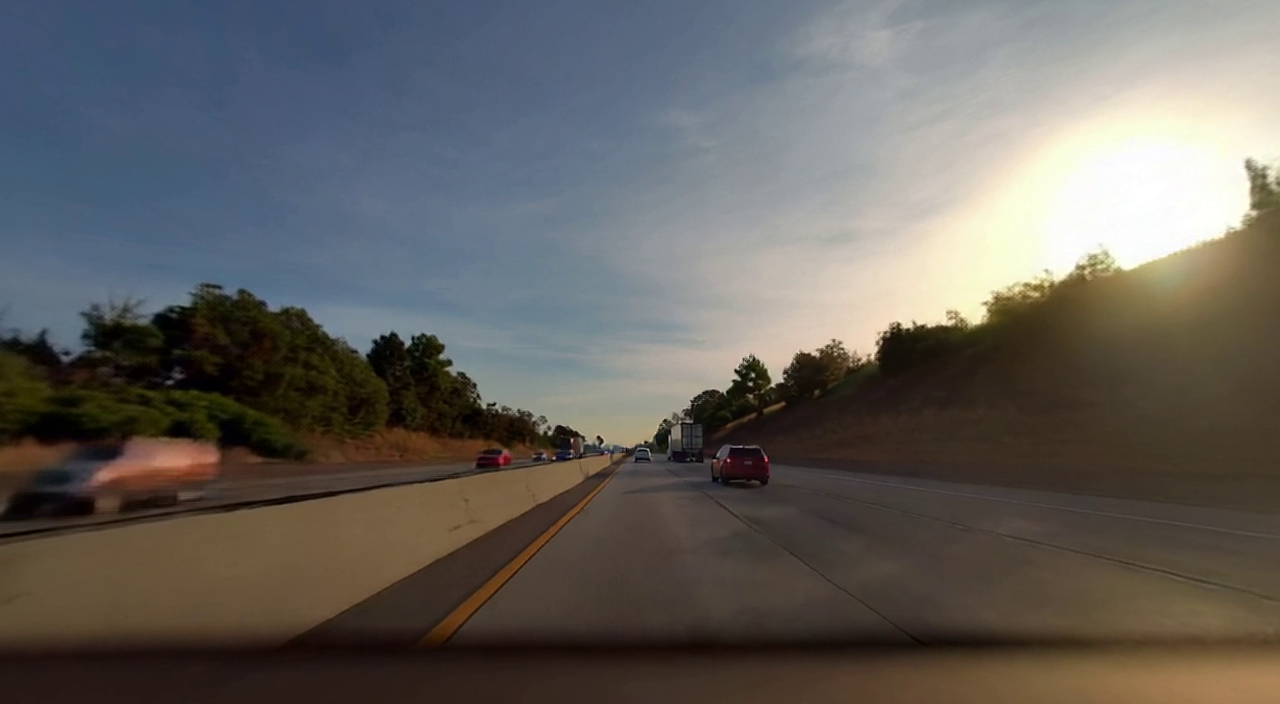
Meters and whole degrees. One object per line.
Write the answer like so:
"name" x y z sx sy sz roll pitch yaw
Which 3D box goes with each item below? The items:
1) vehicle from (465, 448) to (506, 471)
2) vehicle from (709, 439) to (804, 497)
"vehicle" -11.668 8.152 47.925 1.961 1.615 4.473 0 -9 1
"vehicle" 3.659 3.749 20.704 2.130 1.658 4.537 0 -9 -2
